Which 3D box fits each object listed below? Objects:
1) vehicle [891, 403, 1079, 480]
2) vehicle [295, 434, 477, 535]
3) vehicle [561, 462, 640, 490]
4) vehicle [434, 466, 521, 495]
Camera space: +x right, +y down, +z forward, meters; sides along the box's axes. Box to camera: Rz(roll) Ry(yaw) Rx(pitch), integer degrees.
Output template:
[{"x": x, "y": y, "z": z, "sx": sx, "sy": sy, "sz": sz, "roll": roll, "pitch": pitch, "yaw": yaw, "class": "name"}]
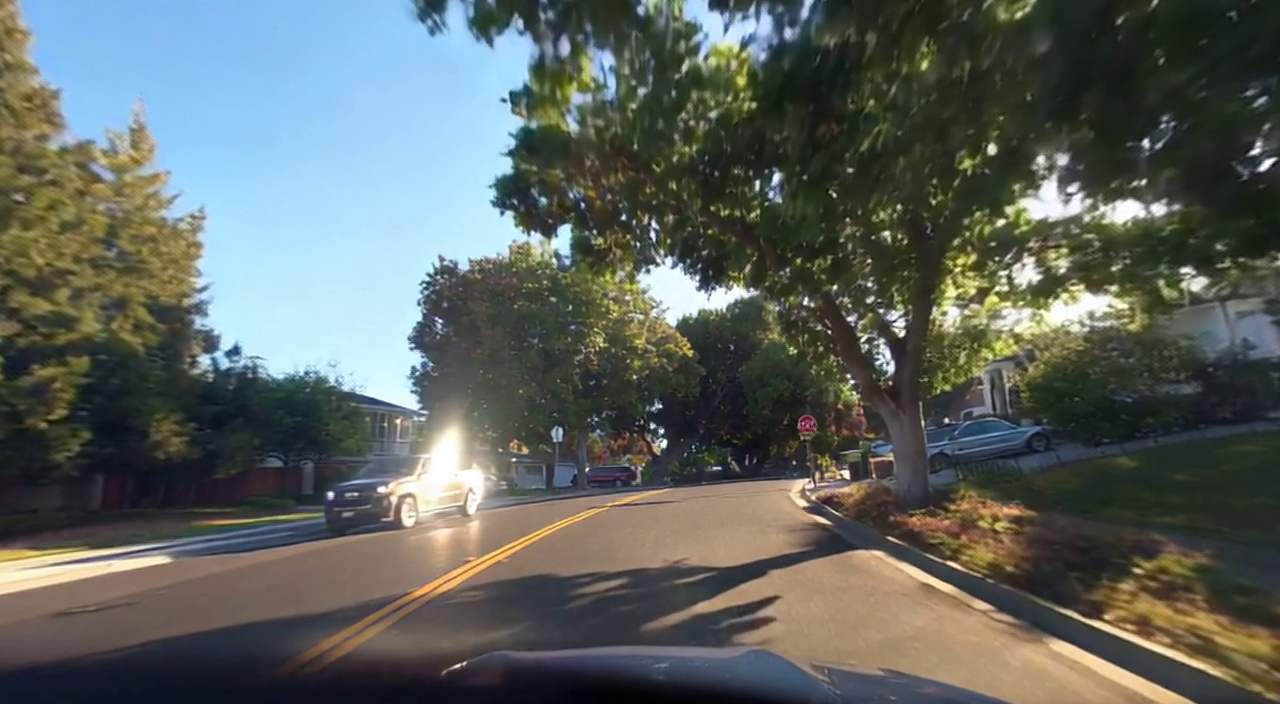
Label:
[{"x": 11.071, "y": 2.966, "z": 20.624, "sx": 4.740, "sy": 1.638, "sz": 2.018, "roll": -4, "pitch": -24, "yaw": 2, "class": "vehicle"}, {"x": -5.633, "y": 3.239, "z": 14.758, "sx": 1.963, "sy": 1.539, "sz": 4.210, "roll": -3, "pitch": -22, "yaw": 8, "class": "vehicle"}, {"x": -2.997, "y": 9.540, "z": 48.568, "sx": 5.643, "sy": 1.759, "sz": 2.110, "roll": -2, "pitch": -19, "yaw": 11, "class": "vehicle"}, {"x": -8.779, "y": 6.969, "z": 34.416, "sx": 4.175, "sy": 1.492, "sz": 1.845, "roll": 0, "pitch": -11, "yaw": 2, "class": "vehicle"}]
